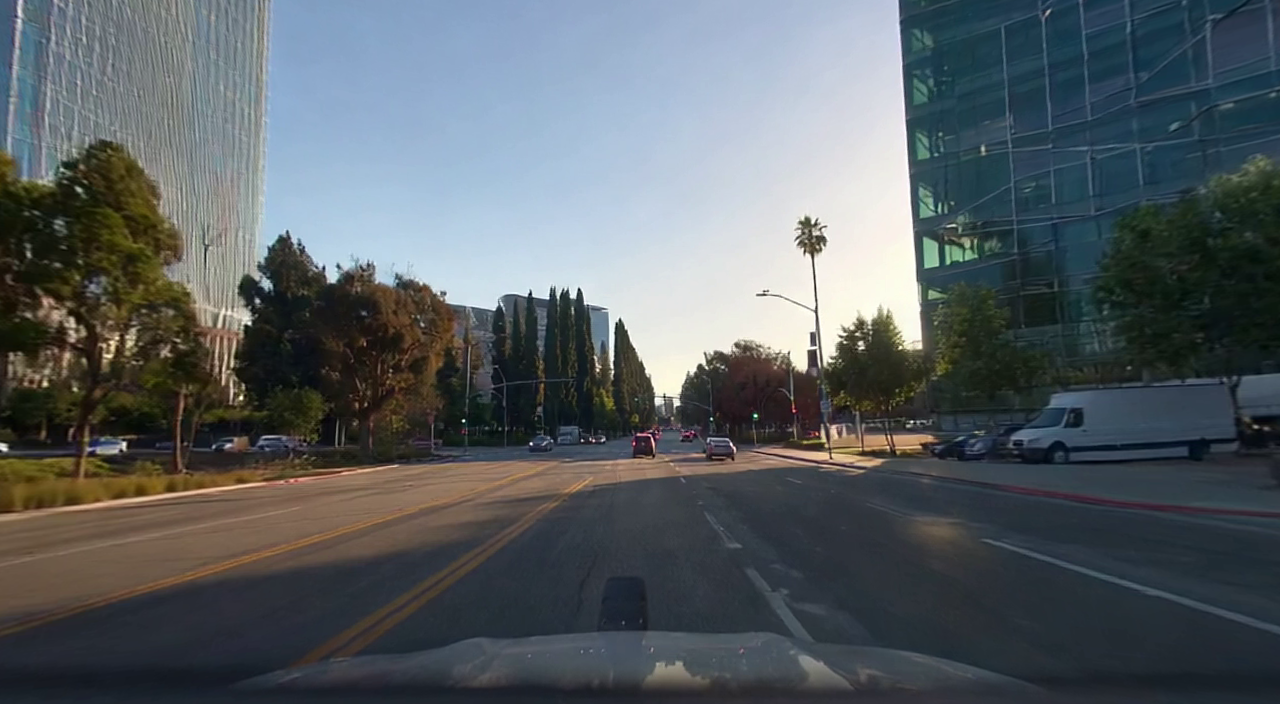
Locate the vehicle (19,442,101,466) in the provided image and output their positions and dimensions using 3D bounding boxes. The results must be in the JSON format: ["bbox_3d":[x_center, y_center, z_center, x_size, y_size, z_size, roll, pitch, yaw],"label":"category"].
[{"bbox_3d":[-38.956,6.832,42.216,3.756,1.484,1.747,-1,-8,-1],"label":"vehicle"}]

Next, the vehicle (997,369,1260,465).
[{"bbox_3d":[18.942,2.583,24.764,7.796,3.467,2.793,-1,-8,0],"label":"vehicle"}]
